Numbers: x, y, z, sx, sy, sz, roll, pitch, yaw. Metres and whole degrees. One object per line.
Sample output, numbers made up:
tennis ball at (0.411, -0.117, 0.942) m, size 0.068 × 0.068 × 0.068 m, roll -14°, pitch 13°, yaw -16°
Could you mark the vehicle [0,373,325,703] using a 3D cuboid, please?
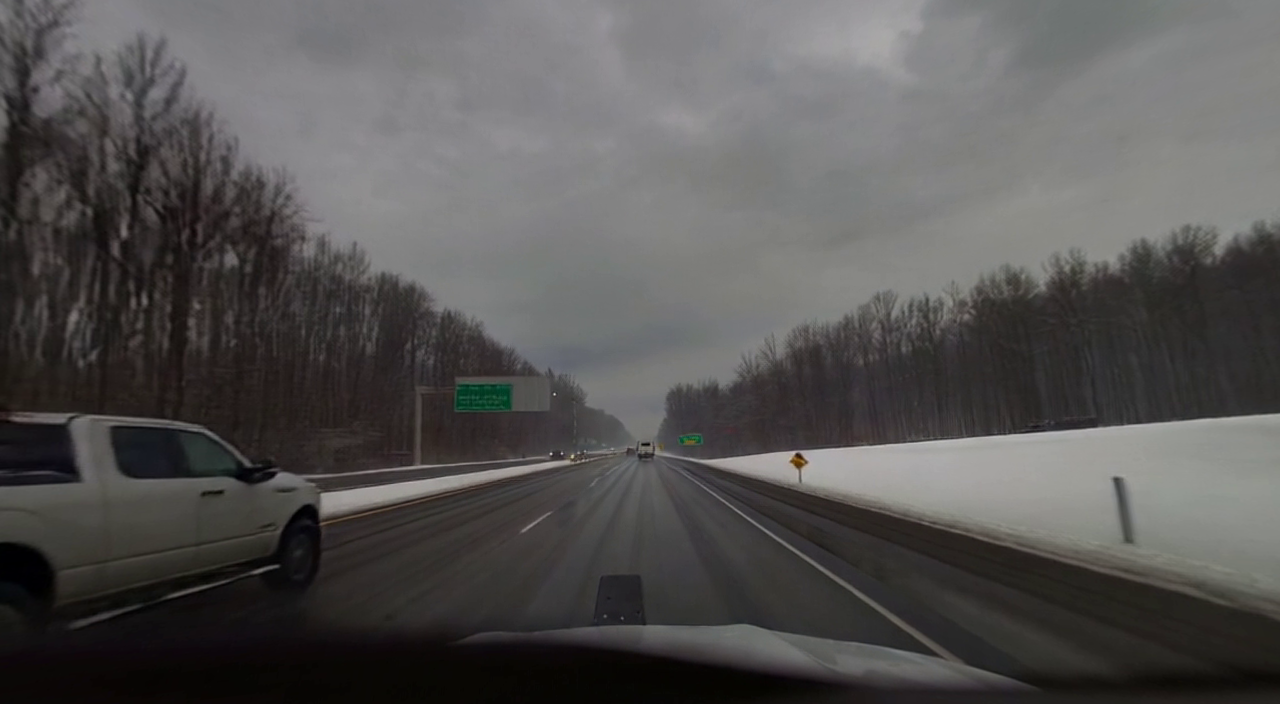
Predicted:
vehicle at (-3.701, 1.010, 3.285) m, size 2.009 × 1.638 × 3.968 m, roll 0°, pitch -9°, yaw 0°
